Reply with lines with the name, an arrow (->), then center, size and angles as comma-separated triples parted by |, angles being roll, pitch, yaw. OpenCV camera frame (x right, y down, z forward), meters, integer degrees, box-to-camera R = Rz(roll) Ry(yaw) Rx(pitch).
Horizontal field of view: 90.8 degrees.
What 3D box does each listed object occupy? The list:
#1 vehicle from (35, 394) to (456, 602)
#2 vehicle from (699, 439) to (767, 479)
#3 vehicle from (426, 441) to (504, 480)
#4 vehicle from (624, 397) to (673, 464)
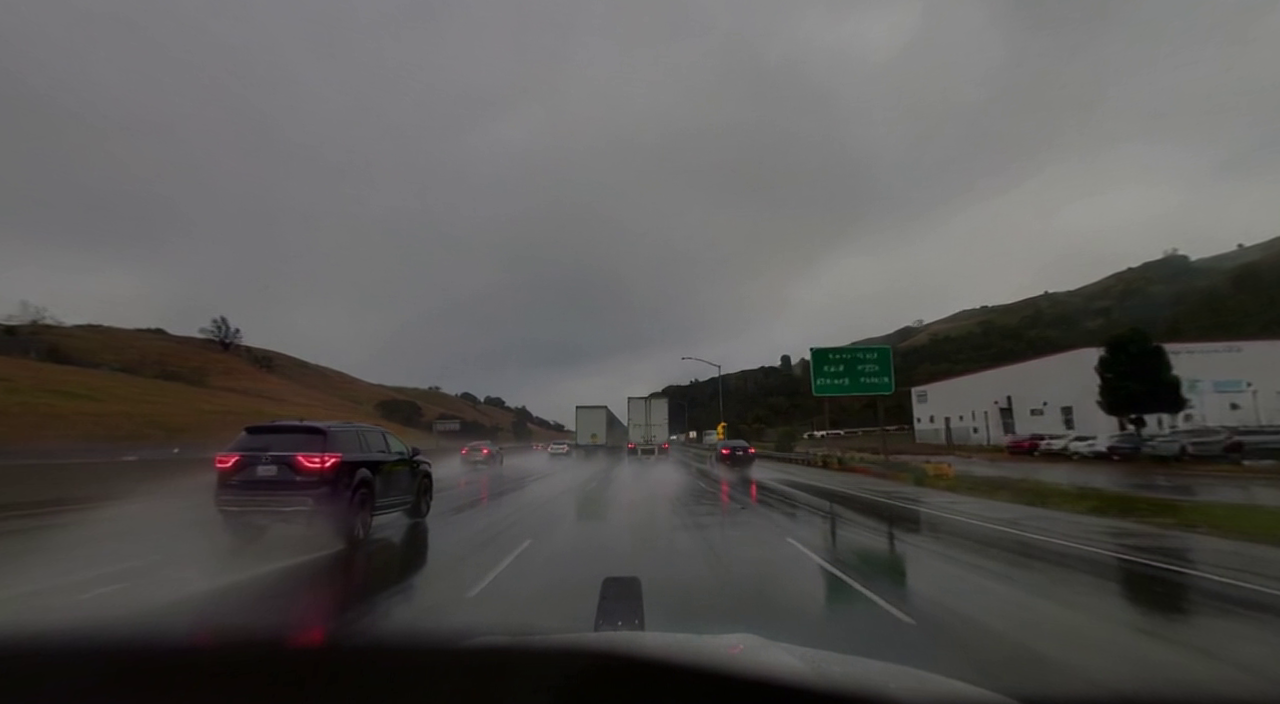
vehicle -> -4.012, 1.563, 7.622 | 2.122, 1.754, 4.379 | 0, -9, 2
vehicle -> 3.660, 4.281, 25.569 | 2.006, 1.452, 4.246 | 0, -9, -1
vehicle -> -7.155, 4.482, 26.365 | 1.891, 1.460, 4.506 | 0, -9, 1
vehicle -> 0.514, 5.584, 43.920 | 2.969, 4.104, 10.906 | 0, -9, 0
